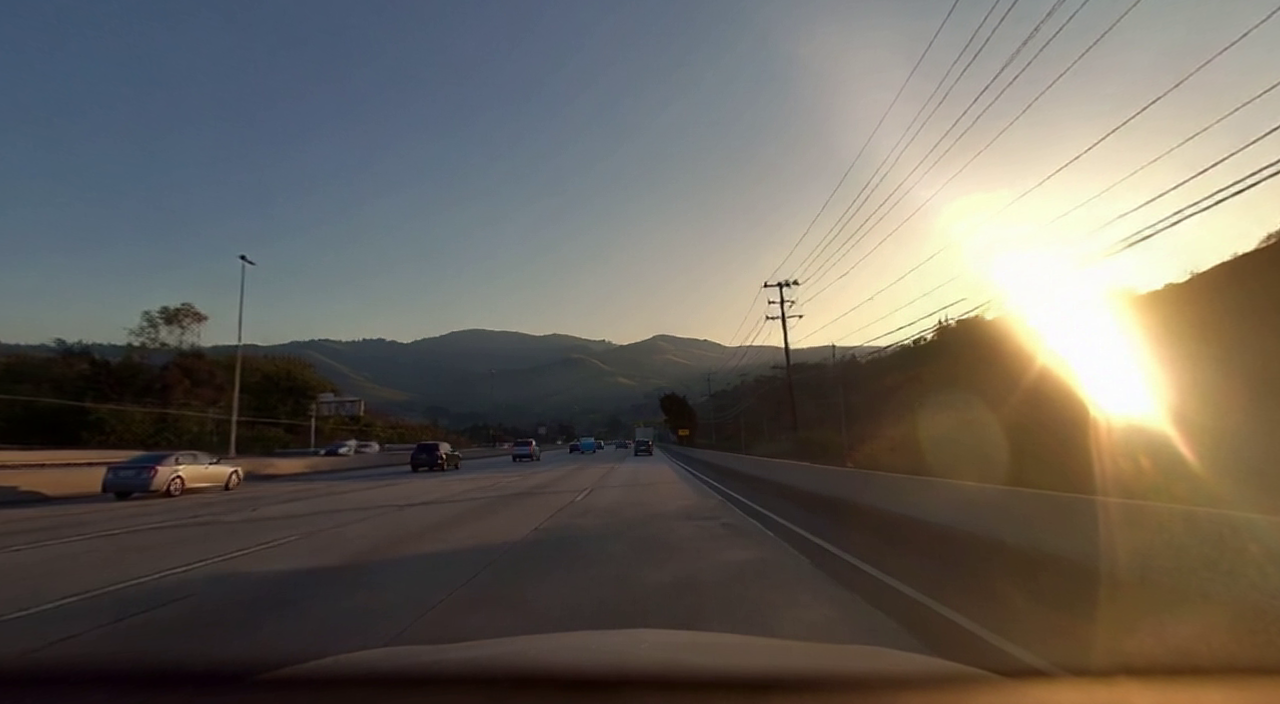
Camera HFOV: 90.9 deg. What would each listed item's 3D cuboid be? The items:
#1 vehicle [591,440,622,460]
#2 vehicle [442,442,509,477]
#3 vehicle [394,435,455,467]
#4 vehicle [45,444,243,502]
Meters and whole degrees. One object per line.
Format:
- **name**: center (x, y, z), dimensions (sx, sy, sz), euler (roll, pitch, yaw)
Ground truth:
- **vehicle**: center (-2.518, 7.526, 48.311), dimensions (2.064, 1.446, 4.409), euler (0, -9, 1)
- **vehicle**: center (-7.467, 4.892, 29.010), dimensions (1.899, 1.472, 4.202), euler (0, -9, 1)
- **vehicle**: center (-14.235, 6.571, 41.927), dimensions (2.172, 1.946, 5.017), euler (0, -9, 1)
- **vehicle**: center (-14.379, 3.508, 18.774), dimensions (1.885, 1.474, 4.849), euler (0, -9, 1)
